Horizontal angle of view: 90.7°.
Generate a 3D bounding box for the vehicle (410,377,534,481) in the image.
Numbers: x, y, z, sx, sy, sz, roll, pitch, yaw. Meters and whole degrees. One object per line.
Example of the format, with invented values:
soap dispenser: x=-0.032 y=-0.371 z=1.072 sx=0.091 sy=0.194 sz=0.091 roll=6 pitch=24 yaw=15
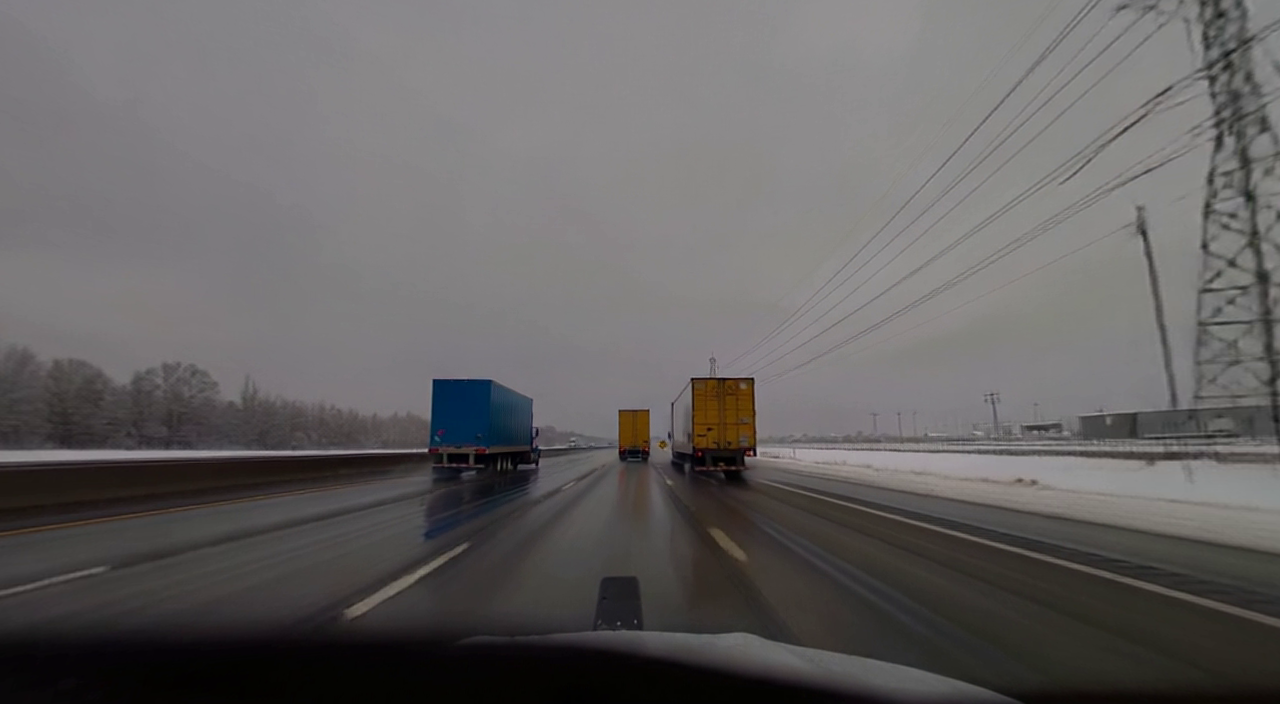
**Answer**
vehicle: x=-7.351 y=3.772 z=29.866 sx=2.937 sy=3.981 sz=11.119 roll=0 pitch=-9 yaw=-1
